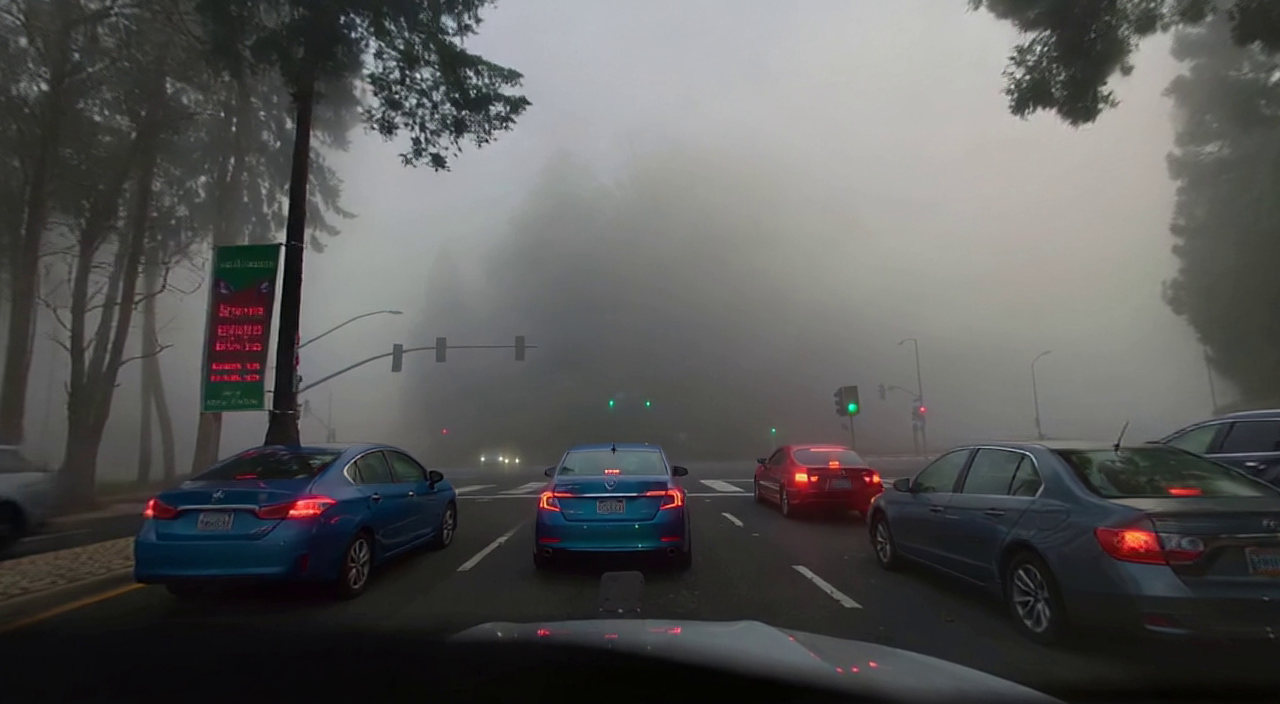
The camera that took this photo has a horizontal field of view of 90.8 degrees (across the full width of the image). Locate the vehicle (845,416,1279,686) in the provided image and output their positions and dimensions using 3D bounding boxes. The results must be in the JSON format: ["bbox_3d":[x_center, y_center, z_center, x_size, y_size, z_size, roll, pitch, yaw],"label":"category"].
[{"bbox_3d":[3.606,1.431,5.774,1.953,1.471,4.470,0,-9,0],"label":"vehicle"}]

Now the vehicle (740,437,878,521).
[{"bbox_3d":[3.398,2.611,13.495,1.852,1.498,3.825,0,-9,-1],"label":"vehicle"}]

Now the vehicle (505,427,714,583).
[{"bbox_3d":[-0.320,1.741,7.937,1.994,1.479,3.647,0,-9,-1],"label":"vehicle"}]

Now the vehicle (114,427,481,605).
[{"bbox_3d":[-3.371,1.671,7.362,1.929,1.457,4.136,0,-9,0],"label":"vehicle"}]
